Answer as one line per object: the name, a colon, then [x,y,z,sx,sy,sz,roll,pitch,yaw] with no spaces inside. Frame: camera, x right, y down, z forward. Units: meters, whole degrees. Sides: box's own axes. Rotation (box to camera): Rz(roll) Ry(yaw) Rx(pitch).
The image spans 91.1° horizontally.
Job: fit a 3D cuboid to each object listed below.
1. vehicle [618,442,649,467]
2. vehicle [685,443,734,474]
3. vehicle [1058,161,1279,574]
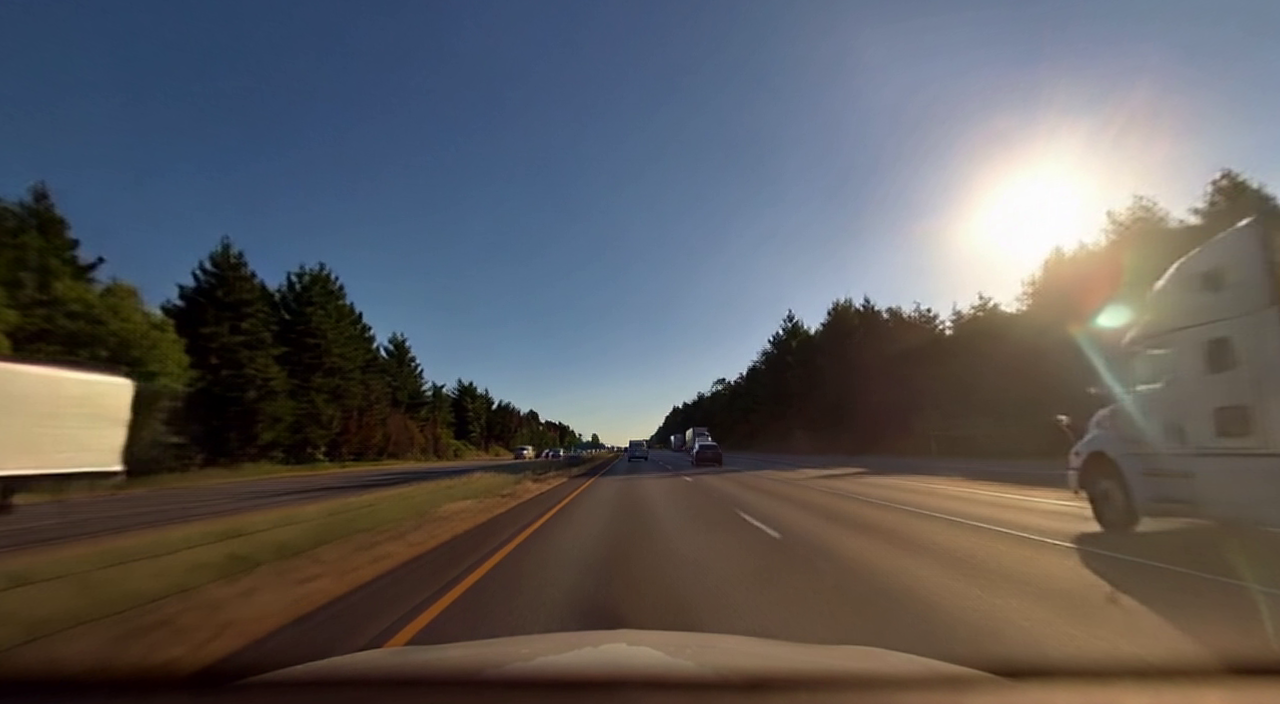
vehicle: [-0.447,7.359,45.150,2.114,1.706,4.106,0,-9,-1]
vehicle: [3.637,5.676,33.727,2.025,1.534,4.179,0,-9,-1]
vehicle: [7.714,0.143,6.086,3.038,3.946,5.844,0,-9,0]
